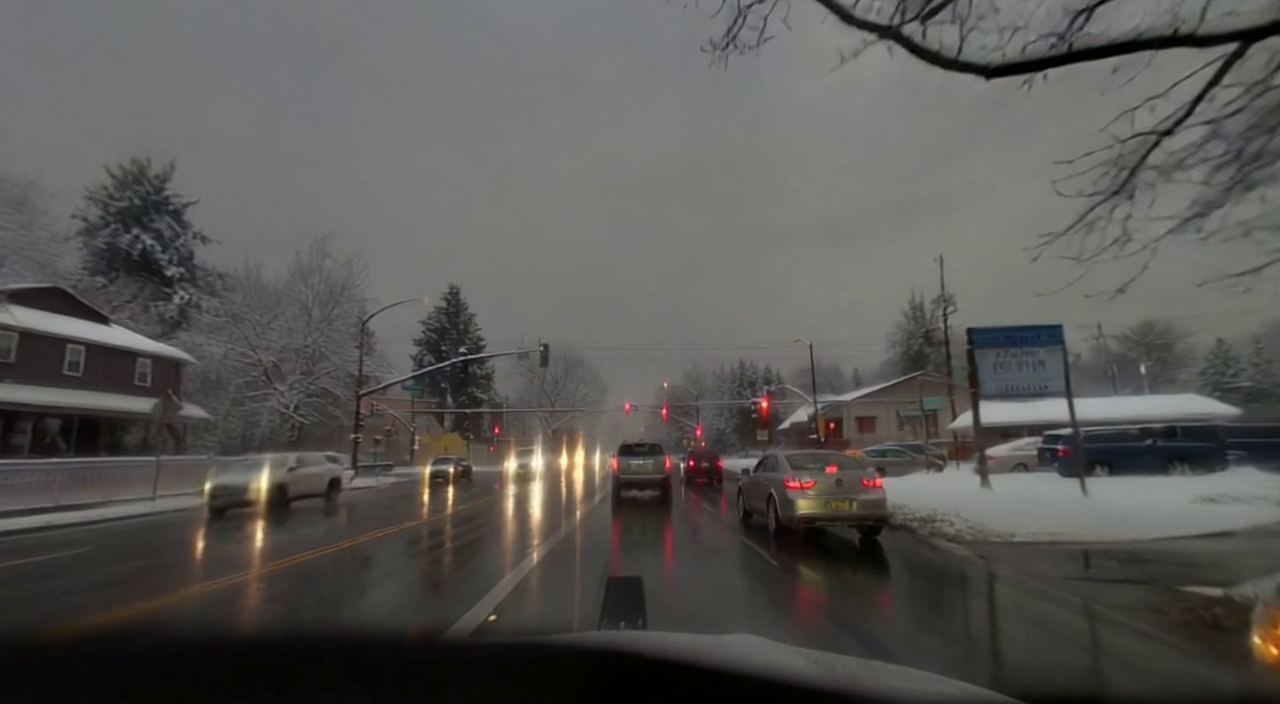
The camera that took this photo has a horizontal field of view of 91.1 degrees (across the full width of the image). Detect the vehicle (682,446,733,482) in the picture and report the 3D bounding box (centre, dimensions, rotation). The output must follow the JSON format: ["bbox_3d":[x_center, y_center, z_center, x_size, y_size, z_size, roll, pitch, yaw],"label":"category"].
[{"bbox_3d":[3.506,5.888,33.364,2.138,1.729,4.178,0,-9,-1],"label":"vehicle"}]

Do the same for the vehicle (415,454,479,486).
[{"bbox_3d":[-10.037,6.165,33.066,1.962,1.458,4.505,0,-9,0],"label":"vehicle"}]

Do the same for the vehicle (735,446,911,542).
[{"bbox_3d":[3.206,2.556,12.066,1.900,1.478,4.425,0,-9,-2],"label":"vehicle"}]

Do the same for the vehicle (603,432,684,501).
[{"bbox_3d":[0.074,3.560,19.911,2.296,1.947,4.168,0,-9,0],"label":"vehicle"}]

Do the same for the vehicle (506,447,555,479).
[{"bbox_3d":[-6.416,6.545,37.327,2.092,1.802,4.270,0,-9,1],"label":"vehicle"}]

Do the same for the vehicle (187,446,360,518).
[{"bbox_3d":[-10.255,3.610,18.136,2.161,1.764,4.725,0,-9,0],"label":"vehicle"}]

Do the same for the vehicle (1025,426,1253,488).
[{"bbox_3d":[13.704,2.907,17.472,4.648,1.583,2.018,0,-9,-2],"label":"vehicle"}]
